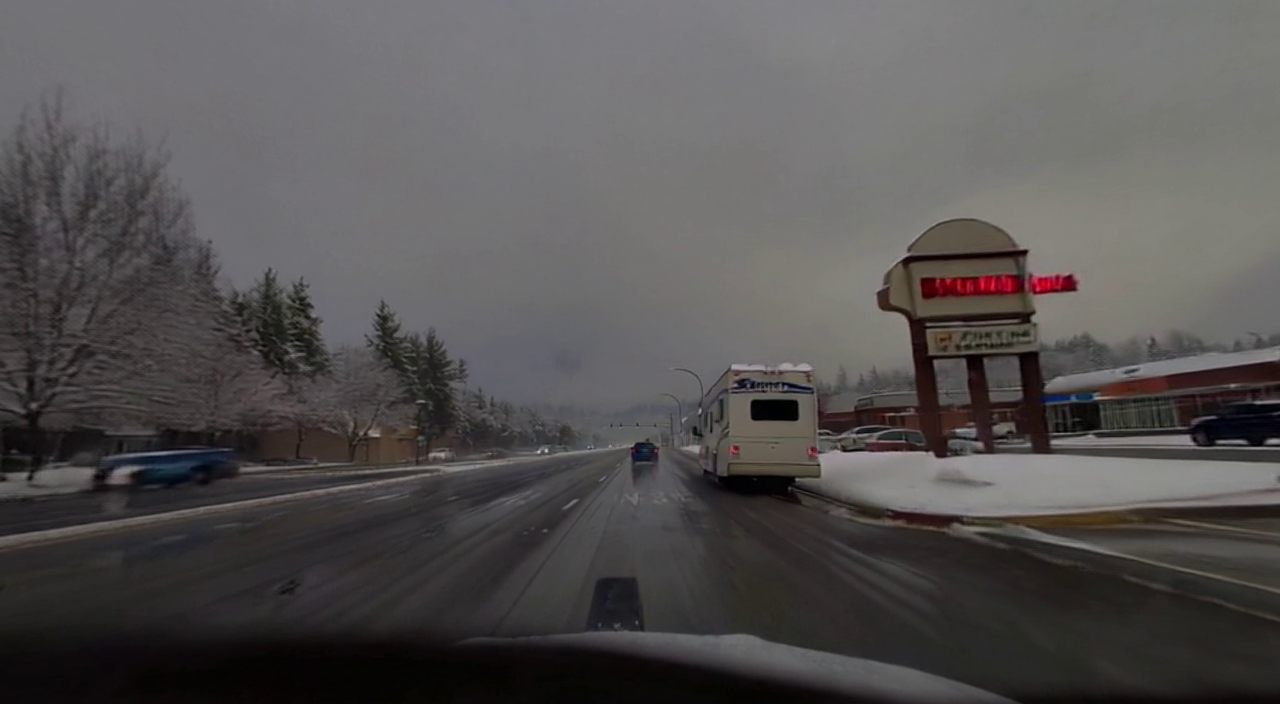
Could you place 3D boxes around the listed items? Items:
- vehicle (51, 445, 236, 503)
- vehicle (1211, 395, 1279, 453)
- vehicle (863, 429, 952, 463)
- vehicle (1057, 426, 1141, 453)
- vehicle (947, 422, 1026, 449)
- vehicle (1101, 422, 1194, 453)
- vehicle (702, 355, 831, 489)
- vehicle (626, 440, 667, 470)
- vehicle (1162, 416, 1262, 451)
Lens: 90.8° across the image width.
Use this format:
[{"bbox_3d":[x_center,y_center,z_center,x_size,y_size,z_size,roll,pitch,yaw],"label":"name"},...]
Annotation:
[{"bbox_3d":[-14.530,3.557,18.903,1.836,1.498,4.518,0,-9,0],"label":"vehicle"},{"bbox_3d":[25.961,3.020,25.883,5.146,2.180,2.306,5,-10,-33],"label":"vehicle"},{"bbox_3d":[13.984,4.929,33.076,4.037,1.538,1.912,-7,-10,26],"label":"vehicle"},{"bbox_3d":[25.946,4.951,35.682,4.328,1.475,1.918,4,-10,-27],"label":"vehicle"},{"bbox_3d":[26.805,6.501,48.843,5.775,1.921,2.339,4,-10,-26],"label":"vehicle"},{"bbox_3d":[26.189,4.431,32.602,4.196,1.520,1.953,4,-9,-25],"label":"vehicle"},{"bbox_3d":[4.086,2.650,22.711,2.896,3.921,8.415,0,-9,0],"label":"vehicle"},{"bbox_3d":[0.298,5.642,34.787,2.103,1.506,4.742,0,-9,0],"label":"vehicle"},{"bbox_3d":[26.994,3.900,29.812,4.363,1.534,1.914,4,-10,-27],"label":"vehicle"}]
